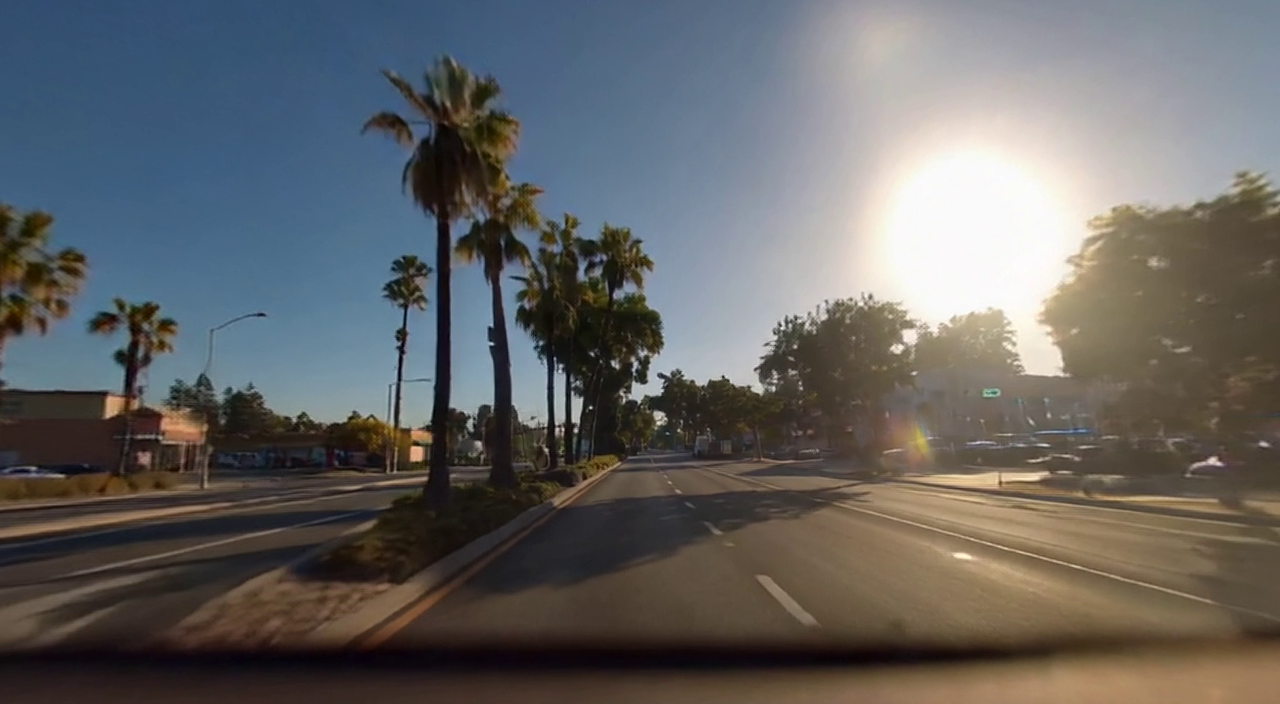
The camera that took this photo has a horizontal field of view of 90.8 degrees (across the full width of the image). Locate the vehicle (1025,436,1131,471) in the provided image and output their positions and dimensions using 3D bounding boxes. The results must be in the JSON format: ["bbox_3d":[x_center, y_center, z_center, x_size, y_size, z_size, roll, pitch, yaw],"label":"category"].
[{"bbox_3d":[20.467,4.754,29.650,3.576,1.443,1.822,-2,-8,-2],"label":"vehicle"}]

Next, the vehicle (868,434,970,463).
[{"bbox_3d":[21.480,7.449,48.822,6.489,2.179,2.882,0,-8,-2],"label":"vehicle"}]
